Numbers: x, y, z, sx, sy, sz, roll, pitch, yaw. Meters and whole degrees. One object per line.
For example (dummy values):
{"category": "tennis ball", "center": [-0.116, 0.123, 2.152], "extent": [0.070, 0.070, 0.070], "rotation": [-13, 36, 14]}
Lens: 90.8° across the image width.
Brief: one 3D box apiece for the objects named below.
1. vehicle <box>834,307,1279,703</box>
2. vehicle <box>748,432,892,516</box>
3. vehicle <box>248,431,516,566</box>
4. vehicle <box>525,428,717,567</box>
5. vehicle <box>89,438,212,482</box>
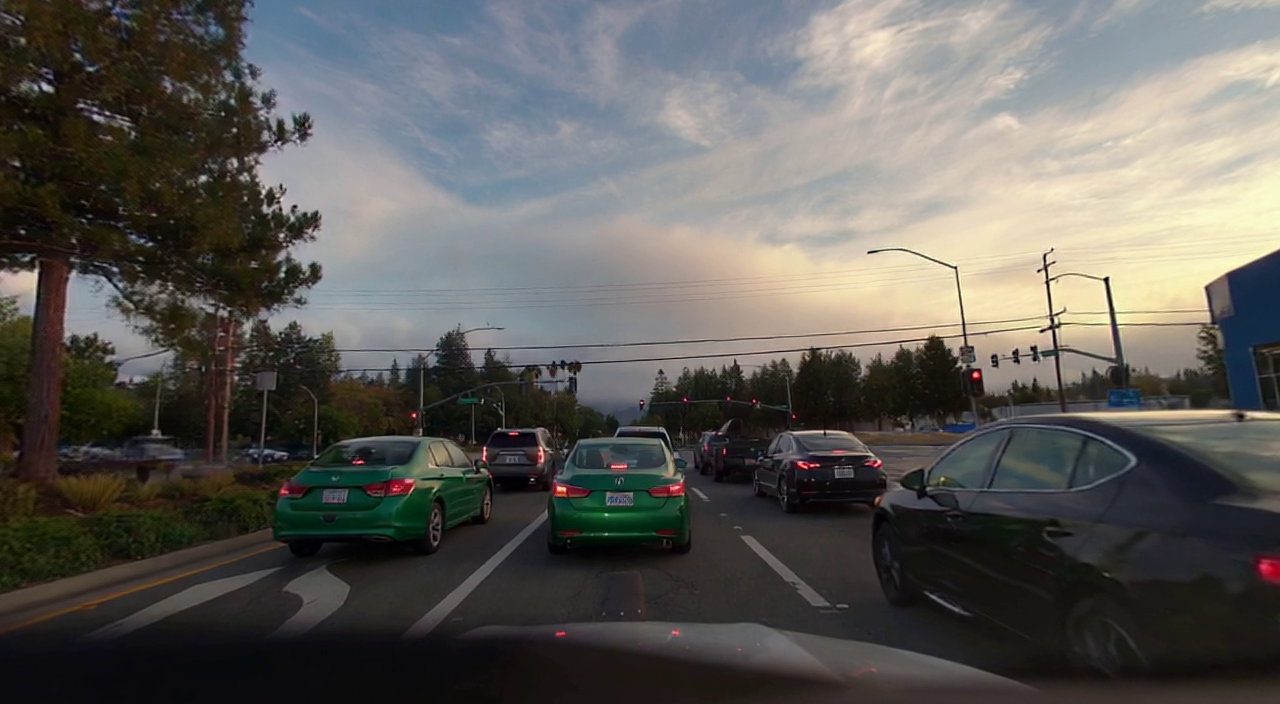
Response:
{"category": "vehicle", "center": [2.998, 0.958, 3.573], "extent": [2.196, 1.676, 4.865], "rotation": [0, -8, -1]}
{"category": "vehicle", "center": [3.558, 2.471, 13.289], "extent": [1.880, 1.476, 3.932], "rotation": [0, -8, 1]}
{"category": "vehicle", "center": [-3.207, 1.891, 8.949], "extent": [1.917, 1.441, 4.128], "rotation": [-1, -8, 2]}
{"category": "vehicle", "center": [-0.209, 1.836, 8.714], "extent": [2.041, 1.450, 3.847], "rotation": [0, -8, 0]}
{"category": "vehicle", "center": [-21.177, 4.661, 27.575], "extent": [2.132, 1.724, 4.001], "rotation": [0, -8, 0]}
